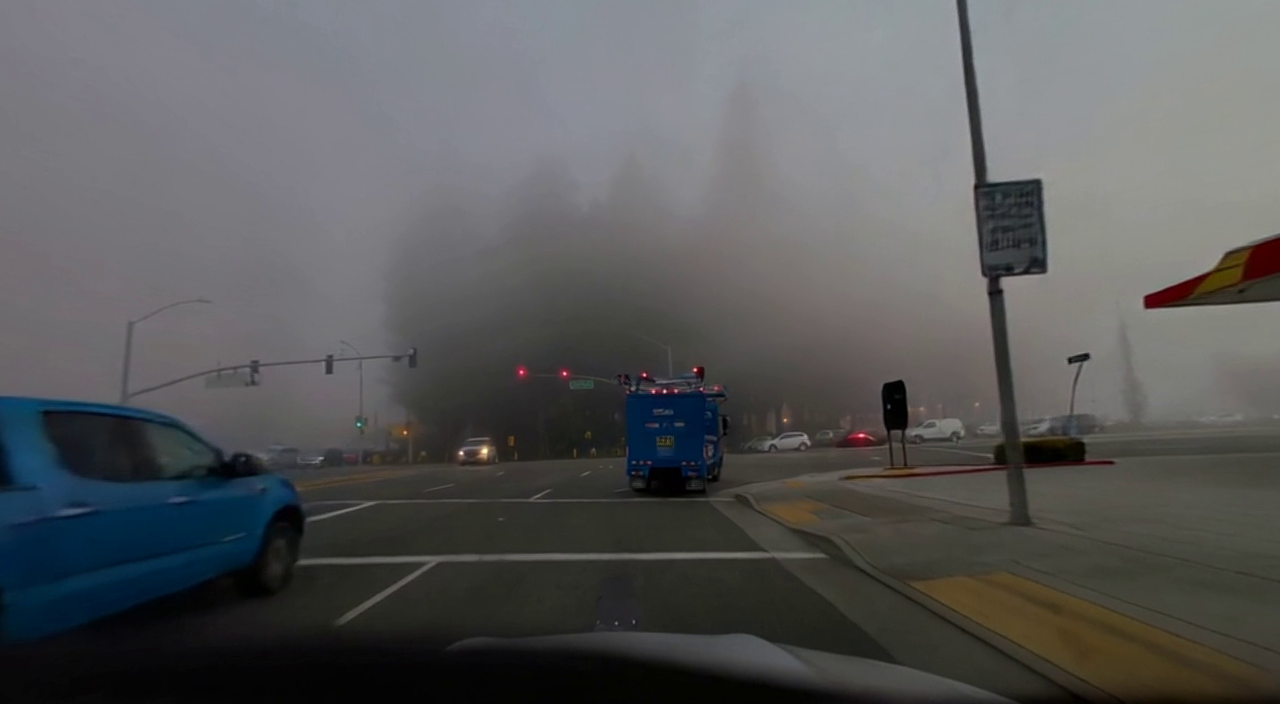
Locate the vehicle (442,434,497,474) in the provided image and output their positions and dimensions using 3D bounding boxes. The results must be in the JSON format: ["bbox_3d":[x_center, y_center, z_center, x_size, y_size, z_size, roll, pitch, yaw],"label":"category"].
[{"bbox_3d":[-7.791,4.674,29.285,1.997,1.679,4.263,1,-8,-9],"label":"vehicle"}]

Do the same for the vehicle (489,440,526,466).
[{"bbox_3d":[-9.266,7.076,44.625,1.961,1.709,5.052,1,-8,-5],"label":"vehicle"}]

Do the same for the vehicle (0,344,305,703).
[{"bbox_3d":[-4.031,0.895,3.277,2.102,1.744,4.630,0,-8,-1],"label":"vehicle"}]

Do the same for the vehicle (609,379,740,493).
[{"bbox_3d":[1.317,2.641,19.745,2.463,2.954,5.938,-3,-9,19],"label":"vehicle"}]
